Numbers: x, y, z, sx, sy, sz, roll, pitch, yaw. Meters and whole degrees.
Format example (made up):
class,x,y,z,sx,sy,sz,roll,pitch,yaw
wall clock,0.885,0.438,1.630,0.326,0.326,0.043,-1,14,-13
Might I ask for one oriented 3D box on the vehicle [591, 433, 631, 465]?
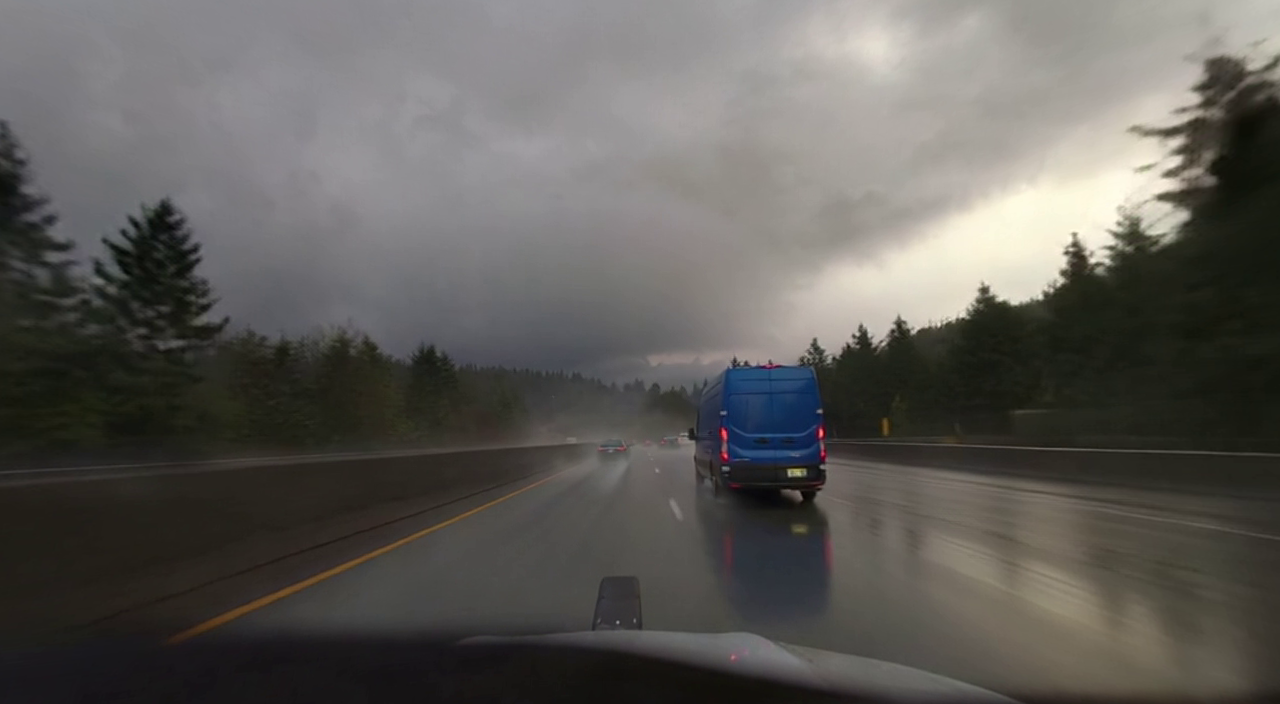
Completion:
class,x,y,z,sx,sy,sz,roll,pitch,yaw
vehicle,-1.388,4.870,31.885,1.900,1.524,4.324,0,-8,-1

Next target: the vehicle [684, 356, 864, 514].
class,x,y,z,sx,sy,sz,roll,pitch,yaw
vehicle,2.458,1.840,14.032,2.416,2.595,7.243,0,-8,0
